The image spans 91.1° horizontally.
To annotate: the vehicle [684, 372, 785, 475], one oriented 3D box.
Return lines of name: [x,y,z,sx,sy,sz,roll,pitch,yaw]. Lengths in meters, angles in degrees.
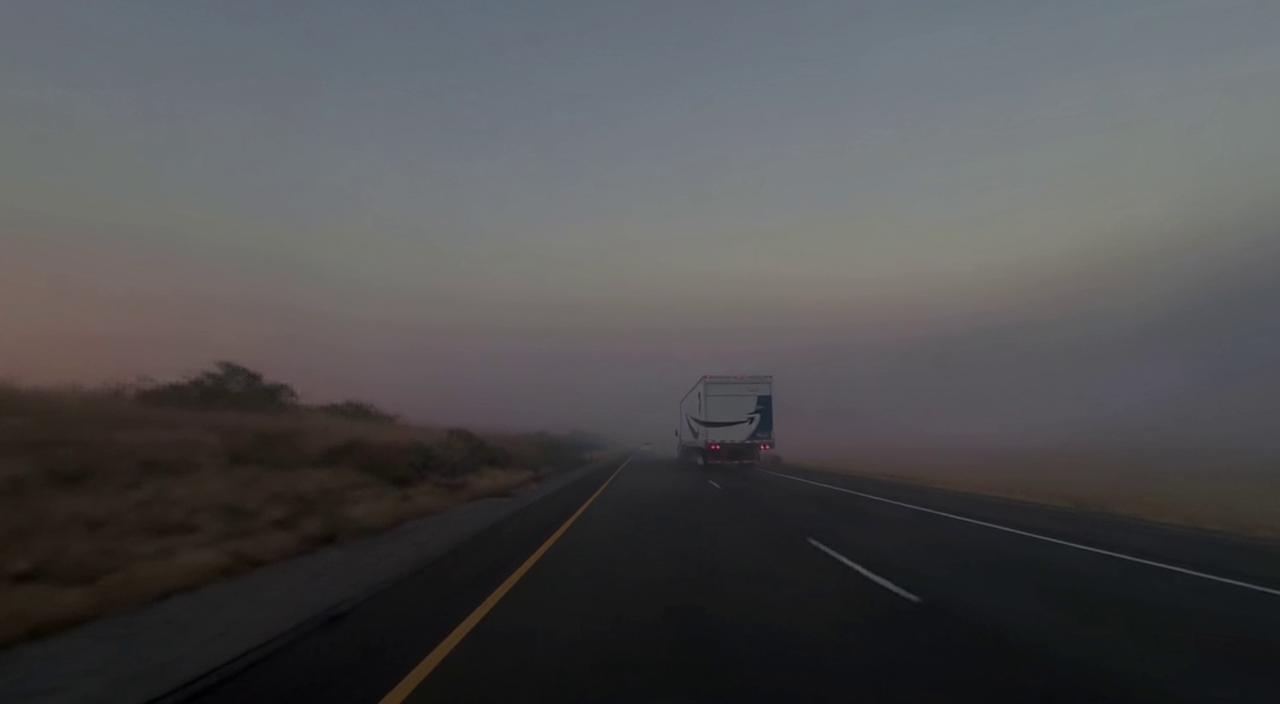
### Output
vehicle: [4.596,4.253,35.154,3.190,4.365,16.625,0,-8,0]
